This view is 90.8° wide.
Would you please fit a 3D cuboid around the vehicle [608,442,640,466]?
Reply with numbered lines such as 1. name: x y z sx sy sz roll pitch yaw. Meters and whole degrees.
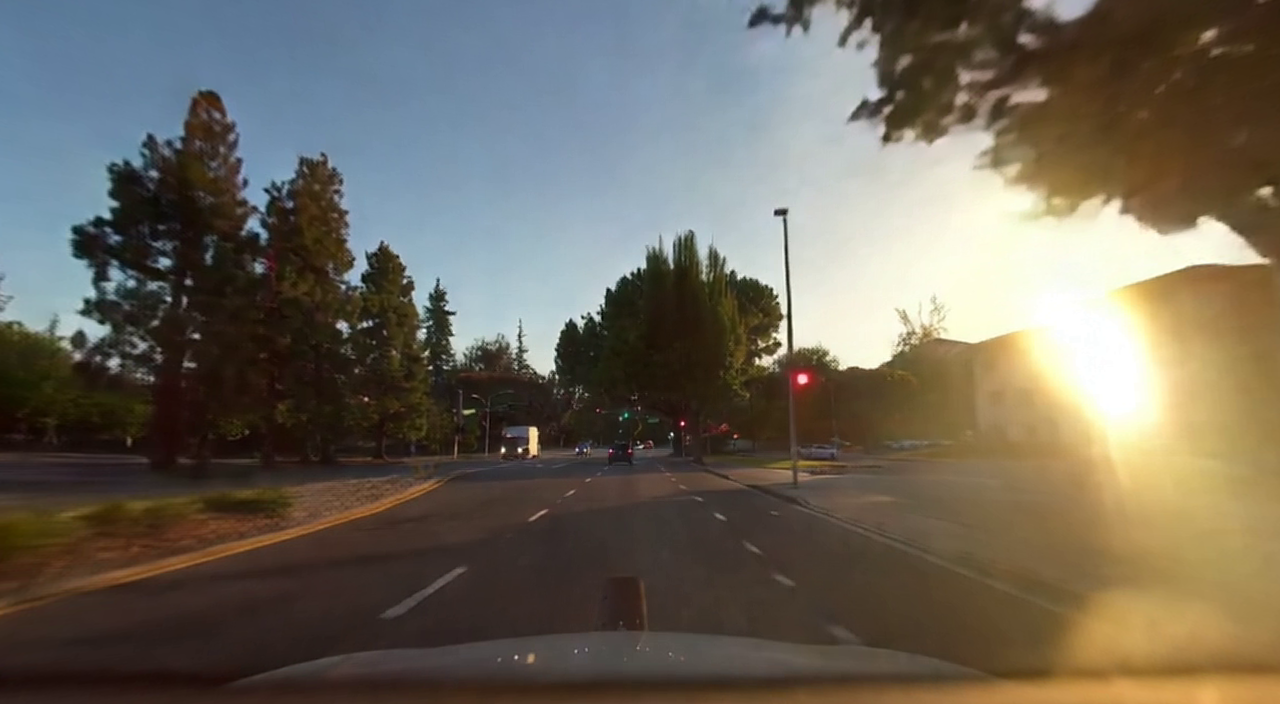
1. vehicle: -1.062 7.063 43.918 2.011 1.498 4.914 -1 -8 1

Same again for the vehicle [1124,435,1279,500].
1. vehicle: 15.308 2.857 15.960 4.673 1.458 2.046 1 -9 -7
